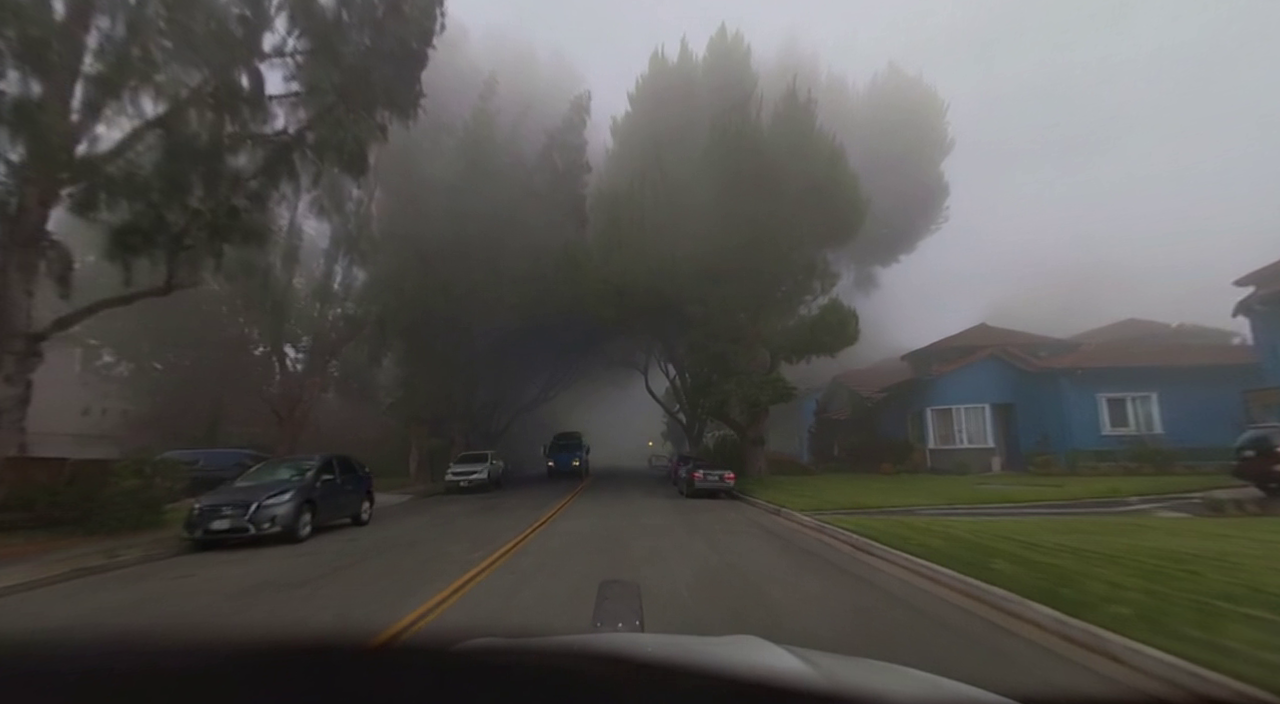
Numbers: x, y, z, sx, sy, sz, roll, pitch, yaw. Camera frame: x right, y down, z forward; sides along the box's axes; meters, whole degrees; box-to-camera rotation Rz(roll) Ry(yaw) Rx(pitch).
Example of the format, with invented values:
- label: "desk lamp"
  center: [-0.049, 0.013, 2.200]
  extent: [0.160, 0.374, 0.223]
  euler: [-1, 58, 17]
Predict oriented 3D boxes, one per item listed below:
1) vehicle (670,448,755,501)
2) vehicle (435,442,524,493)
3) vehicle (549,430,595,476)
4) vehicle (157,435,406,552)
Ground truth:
- label: "vehicle"
  center: [2.179, 3.841, 20.243]
  extent: [1.996, 1.516, 4.122]
  euler: [0, -9, -4]
- label: "vehicle"
  center: [-6.512, 4.736, 26.349]
  extent: [2.265, 1.876, 5.371]
  euler: [0, -9, 0]
- label: "vehicle"
  center: [-4.377, 6.647, 41.714]
  extent: [2.469, 2.819, 6.393]
  euler: [0, -9, -2]
- label: "vehicle"
  center: [-6.150, 2.444, 11.628]
  extent: [2.033, 1.721, 4.328]
  euler: [0, -9, 0]
